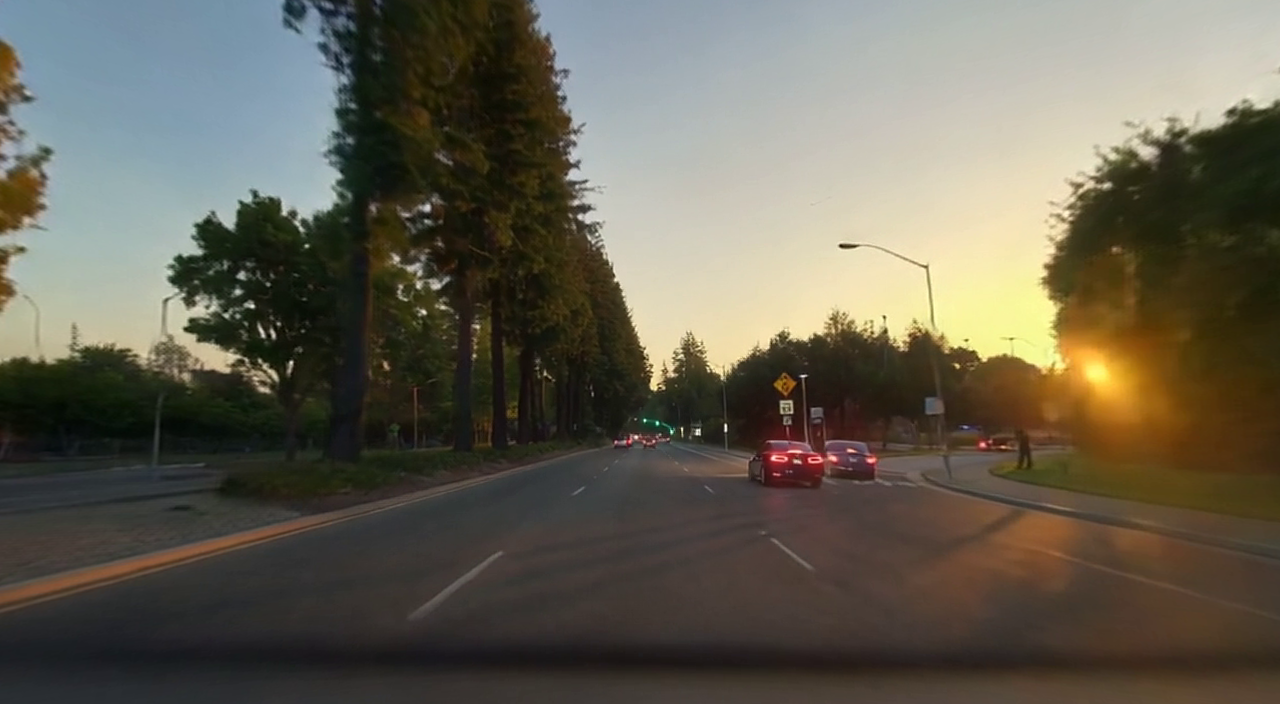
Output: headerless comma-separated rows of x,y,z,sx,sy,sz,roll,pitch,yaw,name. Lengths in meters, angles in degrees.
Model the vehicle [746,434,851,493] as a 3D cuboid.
4.530,3.256,18.649,1.913,1.516,4.322,0,-9,-1,vehicle
